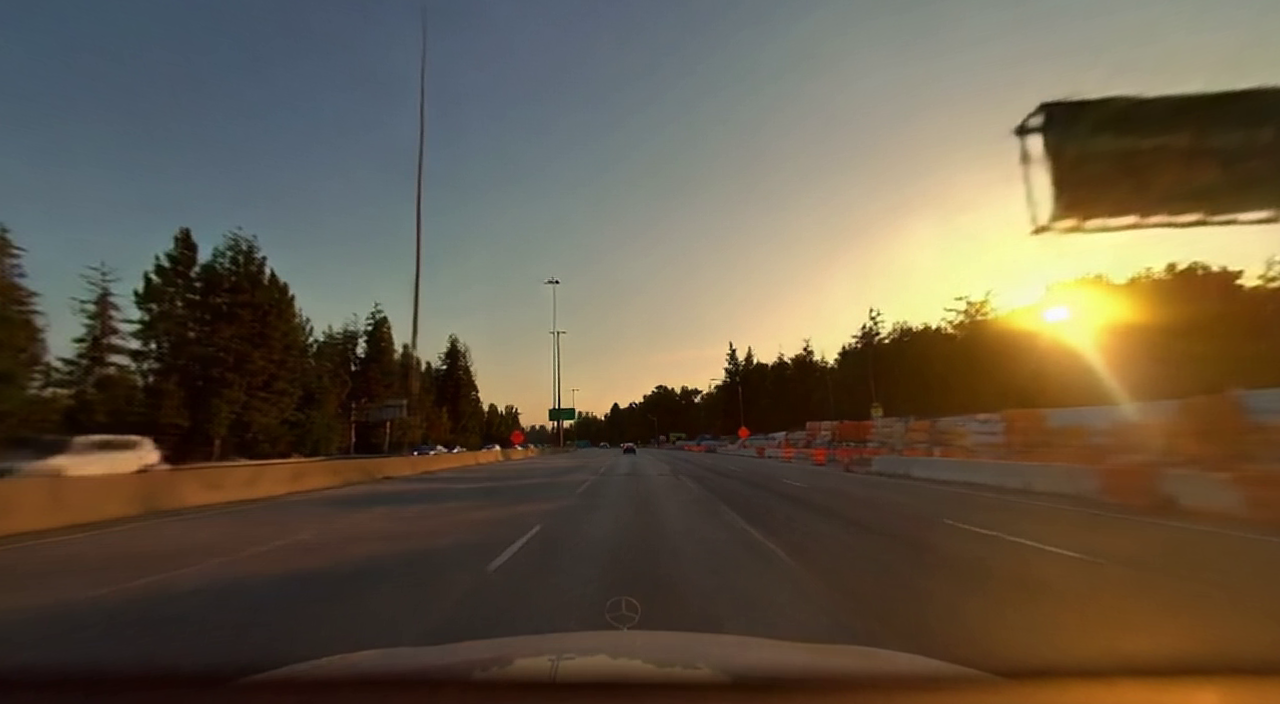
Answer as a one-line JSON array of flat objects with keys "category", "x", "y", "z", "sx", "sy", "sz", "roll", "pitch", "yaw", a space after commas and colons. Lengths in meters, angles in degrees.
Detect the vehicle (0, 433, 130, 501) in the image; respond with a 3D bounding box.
[{"category": "vehicle", "x": -17.974, "y": 3.290, "z": 18.372, "sx": 2.129, "sy": 1.773, "sz": 4.963, "roll": 0, "pitch": -9, "yaw": -2}]
